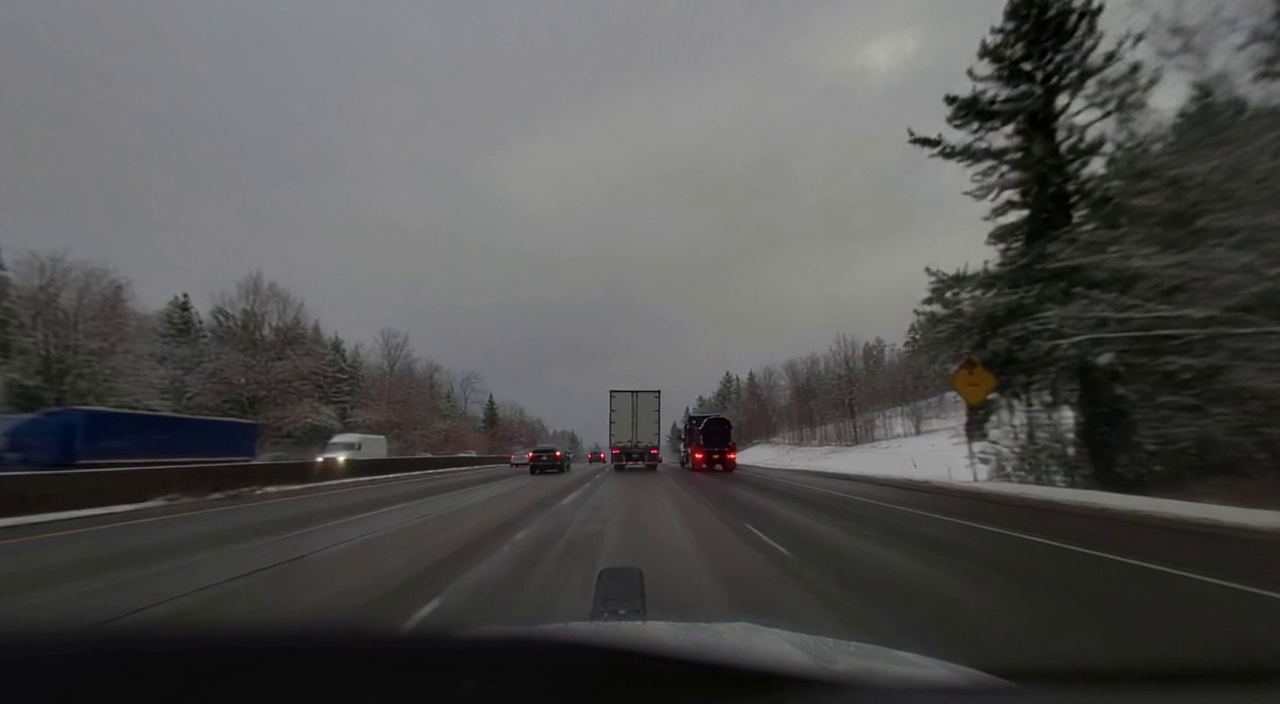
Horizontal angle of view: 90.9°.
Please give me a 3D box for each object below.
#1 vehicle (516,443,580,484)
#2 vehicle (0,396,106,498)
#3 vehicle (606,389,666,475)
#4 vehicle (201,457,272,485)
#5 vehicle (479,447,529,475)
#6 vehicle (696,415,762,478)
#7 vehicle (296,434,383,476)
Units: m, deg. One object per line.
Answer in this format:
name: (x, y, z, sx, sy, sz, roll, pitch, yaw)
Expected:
vehicle: (-3.794, 4.673, 26.616, 2.061, 1.555, 3.900, 0, -9, 0)
vehicle: (-26.513, 3.960, 26.143, 2.982, 3.939, 6.283, 0, -9, -1)
vehicle: (-0.293, 4.763, 36.155, 2.875, 4.056, 12.312, 0, -9, -1)
vehicle: (-22.588, 6.659, 35.417, 1.628, 1.403, 3.574, 0, -9, -1)
vehicle: (-7.573, 6.126, 35.504, 1.926, 1.482, 3.959, 0, -9, 1)
vehicle: (4.296, 4.685, 31.156, 2.565, 2.902, 3.798, 0, -9, -1)
vehicle: (-19.197, 6.652, 40.759, 2.232, 2.446, 6.951, 0, -9, 0)
